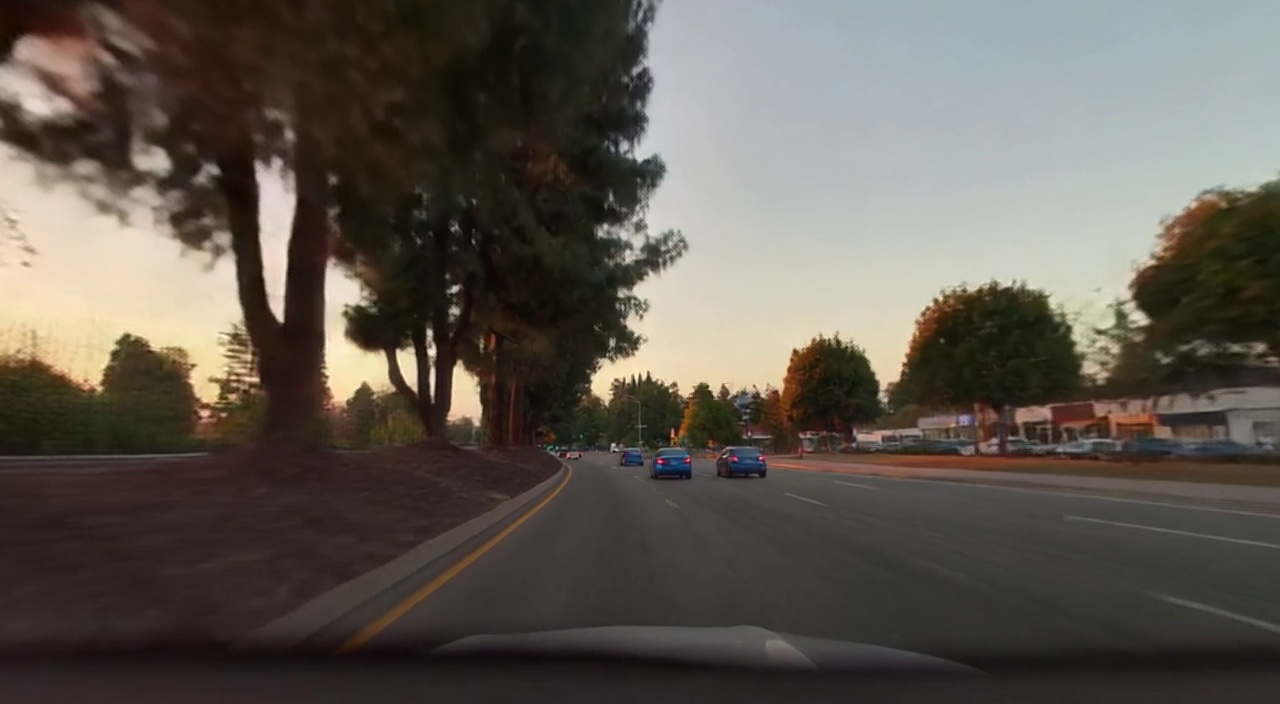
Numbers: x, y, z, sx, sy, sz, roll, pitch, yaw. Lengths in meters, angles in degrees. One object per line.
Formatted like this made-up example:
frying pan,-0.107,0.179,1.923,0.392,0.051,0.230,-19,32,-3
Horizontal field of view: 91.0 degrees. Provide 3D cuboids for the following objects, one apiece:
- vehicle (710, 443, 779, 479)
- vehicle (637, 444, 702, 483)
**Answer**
vehicle,4.619,4.905,28.492,1.901,1.474,4.363,1,-9,-6
vehicle,1.133,4.590,26.090,2.077,1.464,4.134,1,-9,-6
